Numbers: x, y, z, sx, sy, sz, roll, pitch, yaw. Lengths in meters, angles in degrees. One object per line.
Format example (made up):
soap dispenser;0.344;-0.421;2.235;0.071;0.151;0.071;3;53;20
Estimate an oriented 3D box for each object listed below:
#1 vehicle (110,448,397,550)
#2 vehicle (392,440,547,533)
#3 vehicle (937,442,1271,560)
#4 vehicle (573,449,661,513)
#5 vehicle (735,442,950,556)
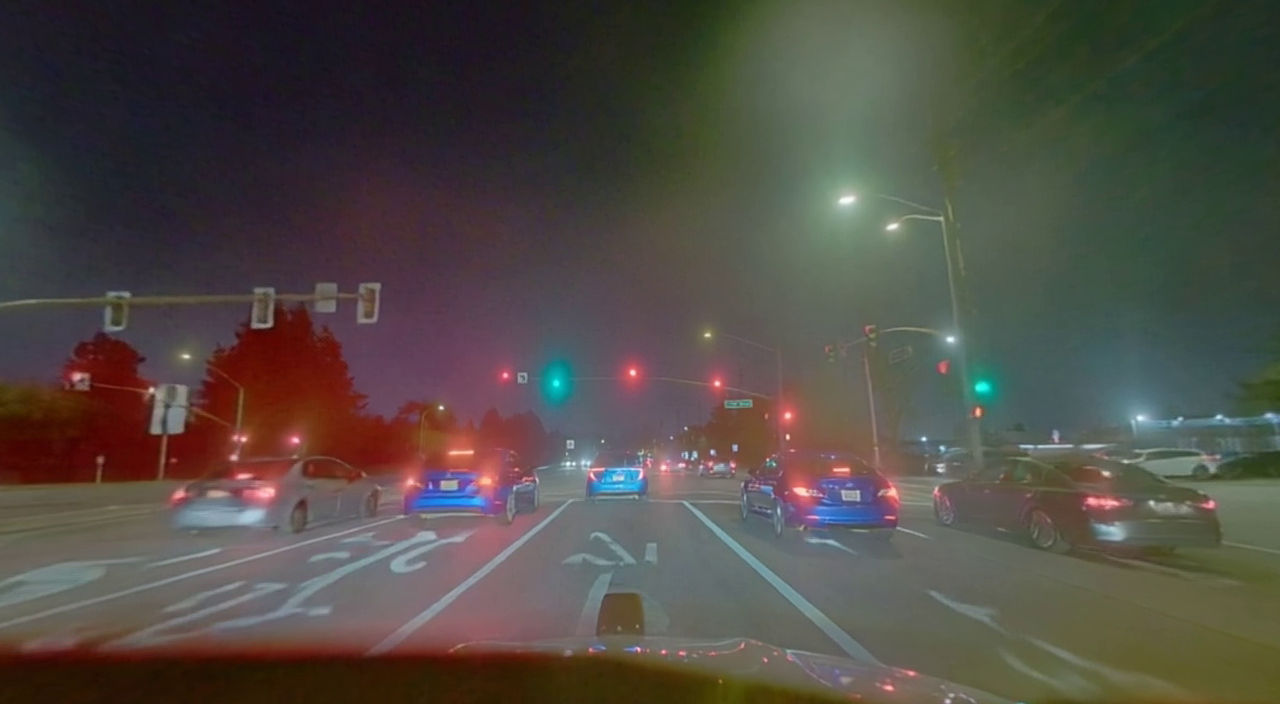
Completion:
vehicle;-6.736;2.581;12.066;2.032;1.448;5.500;0;-8;0
vehicle;-3.322;2.695;13.353;2.073;1.606;4.364;0;-8;0
vehicle;6.887;2.207;10.195;2.004;1.455;4.417;0;-8;-1
vehicle;-0.549;3.368;17.063;2.065;1.464;4.216;0;-8;0
vehicle;3.039;2.298;10.698;2.053;1.490;4.464;0;-8;-1
